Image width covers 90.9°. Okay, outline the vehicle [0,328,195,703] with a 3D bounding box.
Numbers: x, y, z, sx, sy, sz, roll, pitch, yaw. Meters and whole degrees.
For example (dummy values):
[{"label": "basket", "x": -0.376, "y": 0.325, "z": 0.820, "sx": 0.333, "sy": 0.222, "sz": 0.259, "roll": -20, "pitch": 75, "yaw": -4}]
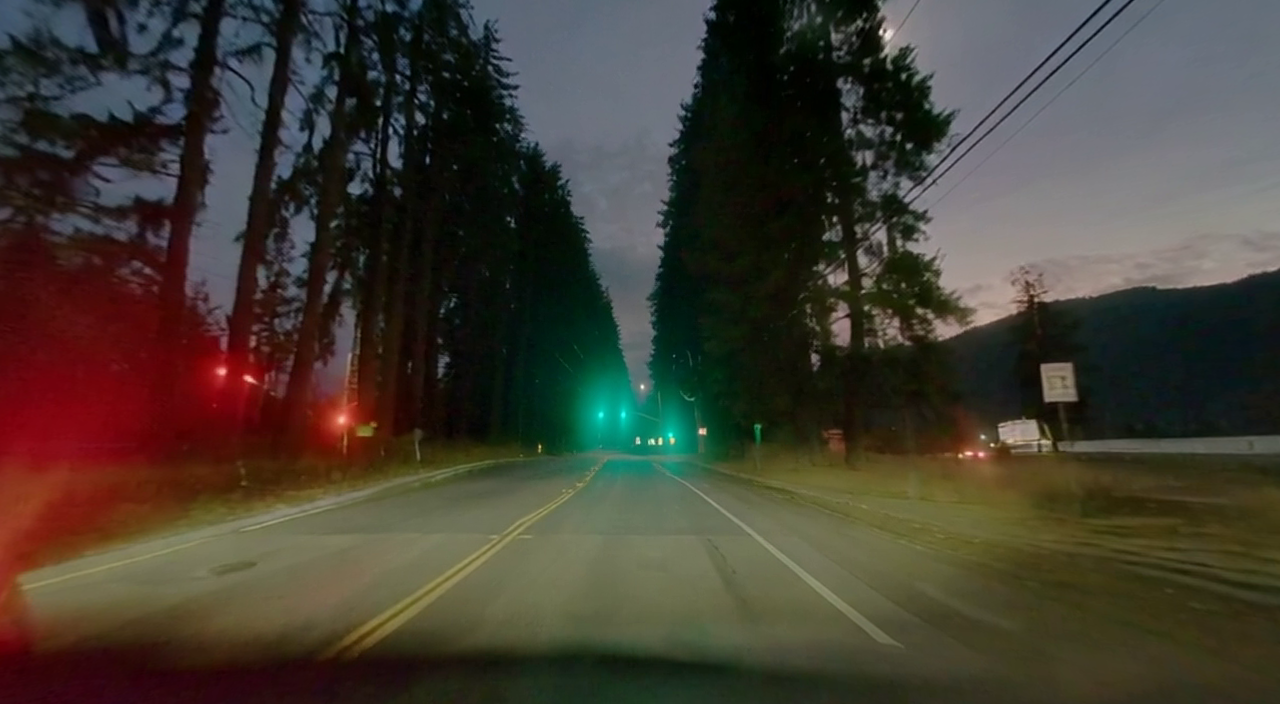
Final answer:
[{"label": "vehicle", "x": -3.822, "y": 0.615, "z": 1.380, "sx": 2.161, "sy": 1.796, "sz": 4.738, "roll": 0, "pitch": -8, "yaw": 1}]
